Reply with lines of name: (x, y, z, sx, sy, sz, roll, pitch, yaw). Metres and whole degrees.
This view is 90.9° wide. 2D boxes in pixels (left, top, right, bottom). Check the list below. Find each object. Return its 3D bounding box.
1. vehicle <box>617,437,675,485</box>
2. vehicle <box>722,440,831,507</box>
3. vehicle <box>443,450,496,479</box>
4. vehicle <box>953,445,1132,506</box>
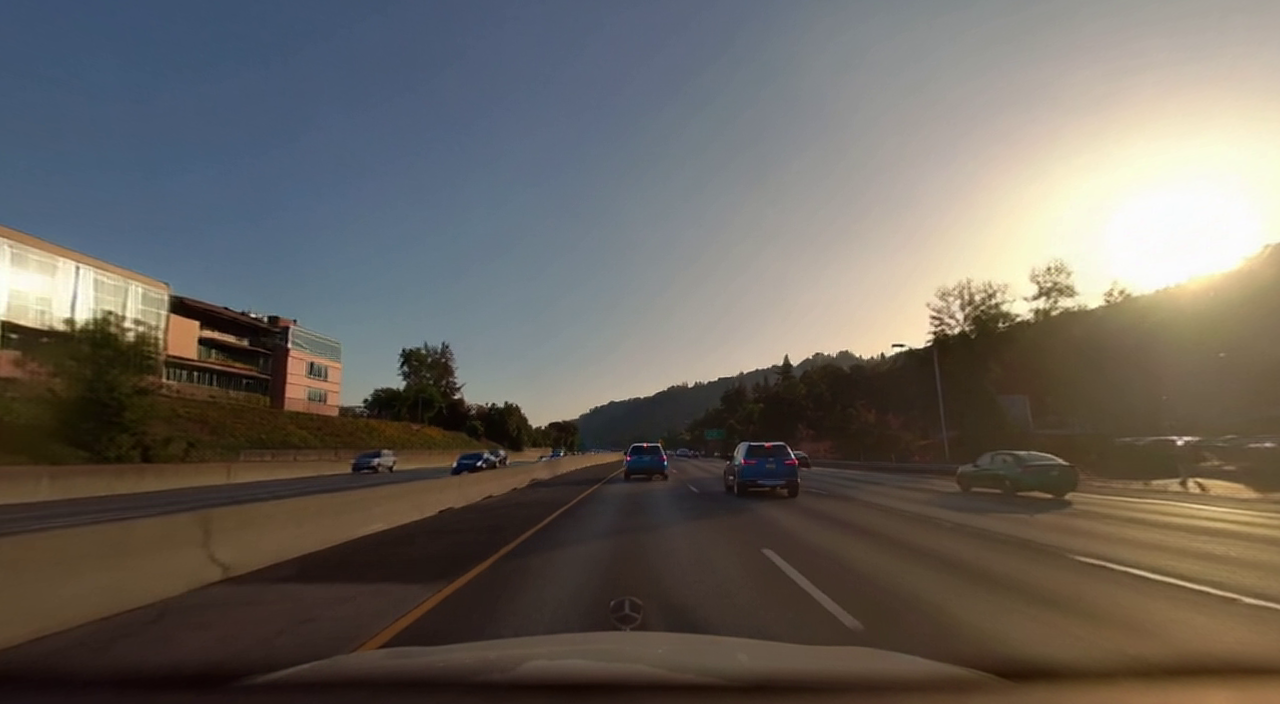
vehicle: (0.243, 4.647, 27.250, 2.290, 1.862, 4.454, 0, -8, 1)
vehicle: (3.548, 3.222, 17.254, 2.042, 1.592, 4.047, 0, -8, -1)
vehicle: (-10.699, 7.054, 39.864, 2.012, 1.685, 4.411, 0, -8, 1)
vehicle: (10.984, 3.356, 17.713, 2.027, 1.446, 4.470, 0, -8, 0)
